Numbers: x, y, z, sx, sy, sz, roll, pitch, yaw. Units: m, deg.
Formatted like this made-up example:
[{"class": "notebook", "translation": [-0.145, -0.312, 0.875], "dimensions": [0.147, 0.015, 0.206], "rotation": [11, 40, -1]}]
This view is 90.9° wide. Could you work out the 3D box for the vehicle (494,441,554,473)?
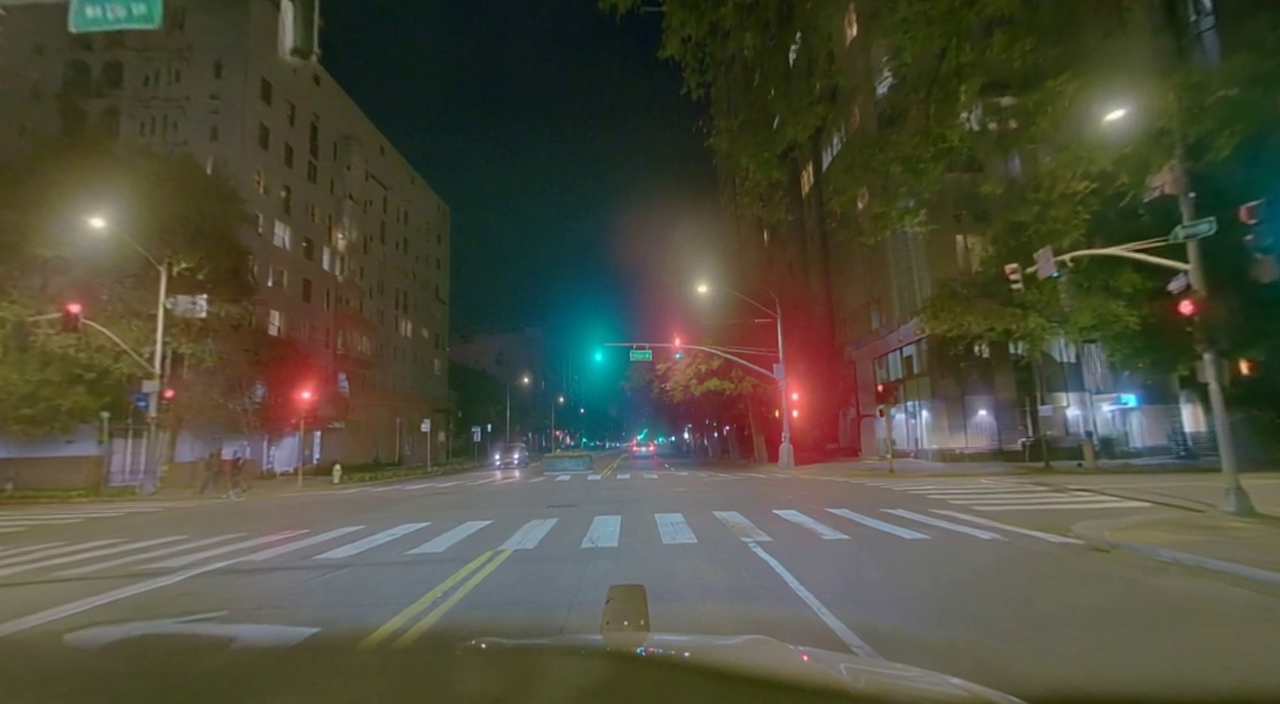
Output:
[{"class": "vehicle", "translation": [-5.738, 5.250, 31.733], "dimensions": [2.127, 1.473, 4.428], "rotation": [0, -8, 1]}]
